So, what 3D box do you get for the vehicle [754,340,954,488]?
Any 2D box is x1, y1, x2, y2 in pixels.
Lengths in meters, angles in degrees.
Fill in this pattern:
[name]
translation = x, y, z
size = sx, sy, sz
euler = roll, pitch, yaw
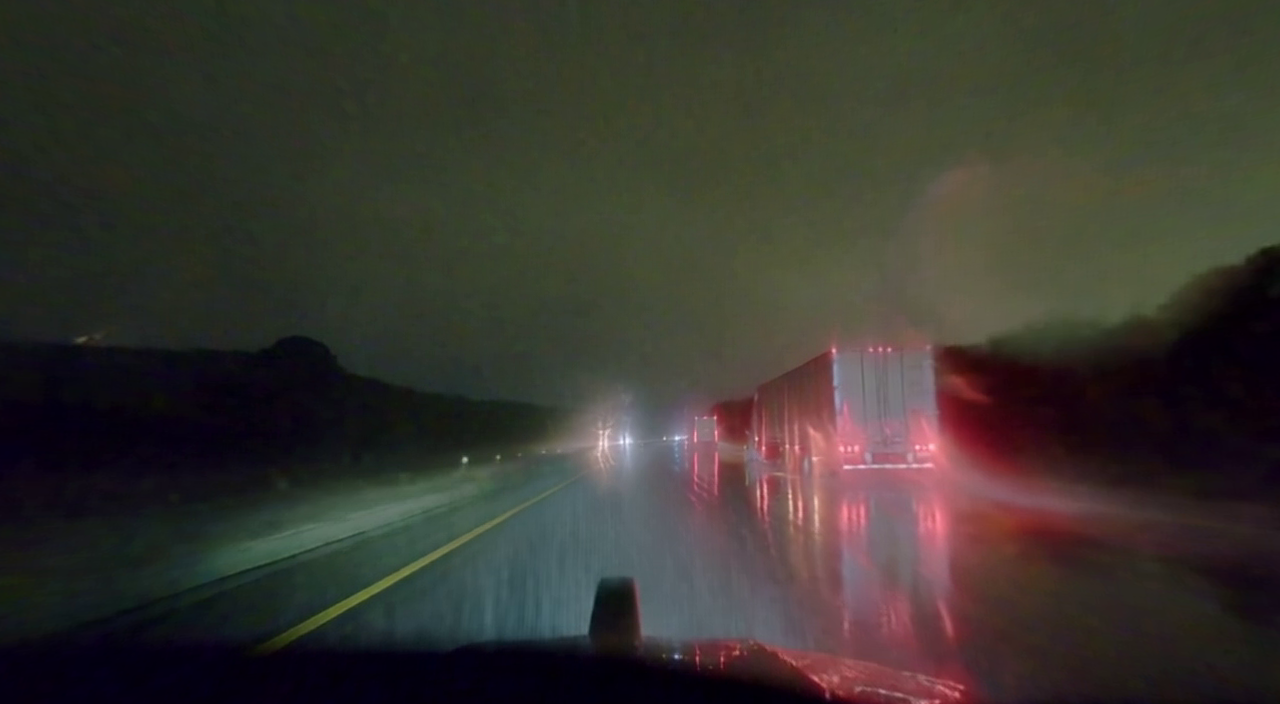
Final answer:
[vehicle]
translation = 7.164, 2.687, 24.425
size = 2.885, 4.075, 13.981
euler = 0, -8, 0
